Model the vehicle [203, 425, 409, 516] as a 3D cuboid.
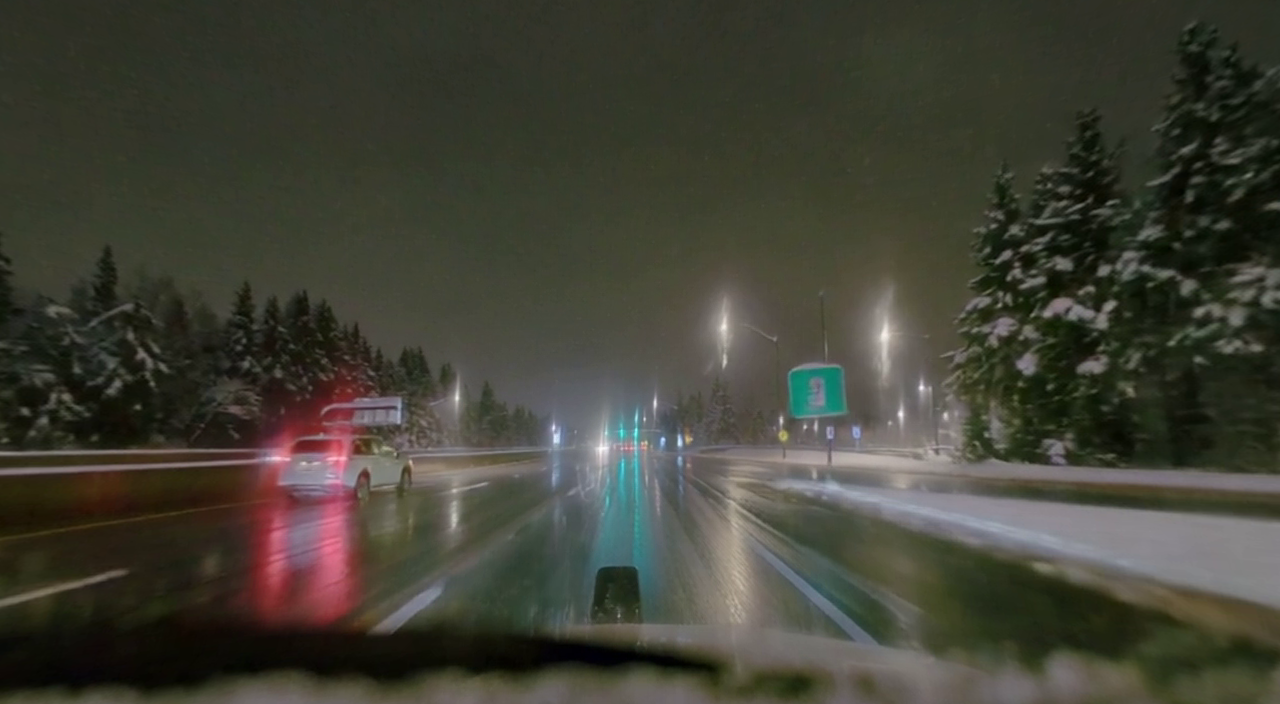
[{"bbox_3d":[-7.572,2.729,15.064,2.231,1.807,4.758,0,-8,1],"label":"vehicle"}]
